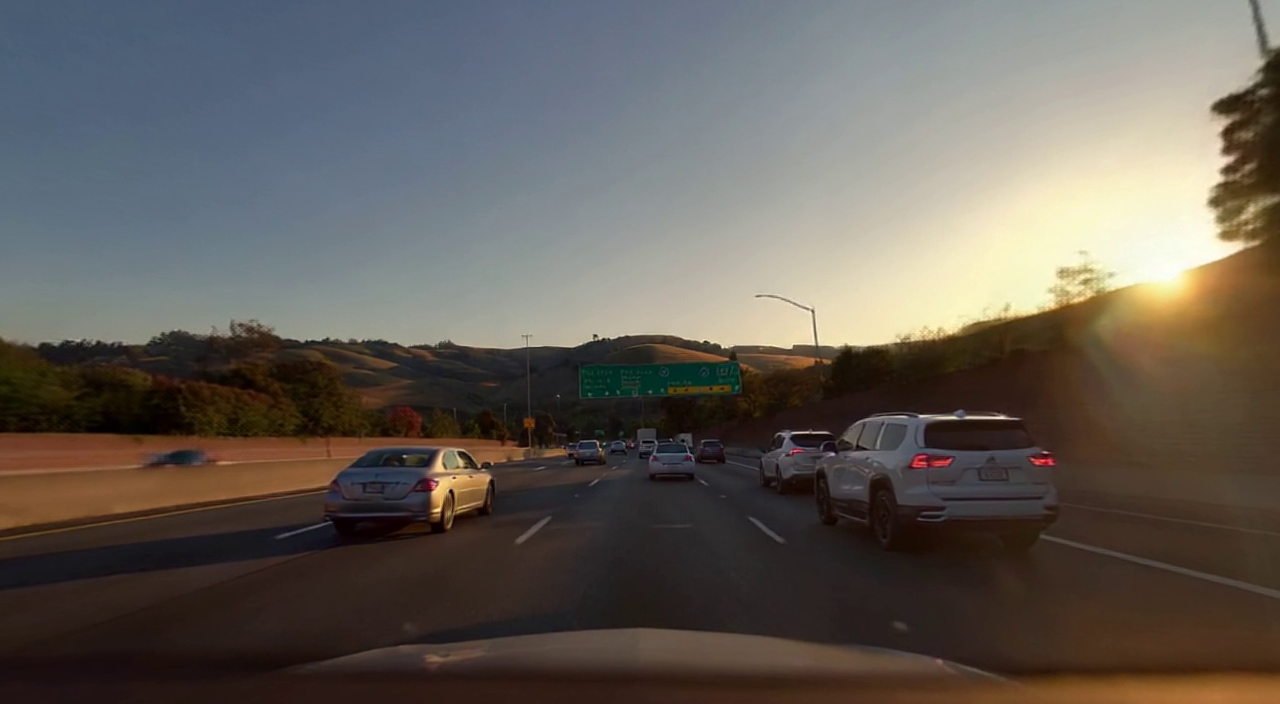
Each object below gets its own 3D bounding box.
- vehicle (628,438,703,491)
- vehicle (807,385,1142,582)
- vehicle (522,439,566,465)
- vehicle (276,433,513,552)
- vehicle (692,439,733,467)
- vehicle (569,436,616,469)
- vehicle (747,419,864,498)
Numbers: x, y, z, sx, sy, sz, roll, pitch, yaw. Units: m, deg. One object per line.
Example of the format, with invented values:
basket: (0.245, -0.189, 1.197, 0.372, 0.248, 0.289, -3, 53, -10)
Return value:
vehicle: (0.726, 3.449, 19.676, 2.105, 1.471, 3.978, 0, -8, 0)
vehicle: (3.708, 1.542, 8.141, 1.930, 1.831, 4.344, 0, -8, 0)
vehicle: (-6.640, 6.954, 44.101, 2.055, 1.751, 4.825, 0, -8, 3)
vehicle: (-3.500, 2.069, 10.065, 1.961, 1.456, 4.362, 0, -8, 1)
vehicle: (4.097, 5.746, 36.068, 1.855, 1.513, 3.915, 0, -8, 0)
vehicle: (-2.730, 5.913, 37.369, 2.154, 1.793, 4.736, 0, -8, 3)
vehicle: (4.305, 2.856, 17.264, 1.970, 1.872, 4.575, 0, -8, 0)
